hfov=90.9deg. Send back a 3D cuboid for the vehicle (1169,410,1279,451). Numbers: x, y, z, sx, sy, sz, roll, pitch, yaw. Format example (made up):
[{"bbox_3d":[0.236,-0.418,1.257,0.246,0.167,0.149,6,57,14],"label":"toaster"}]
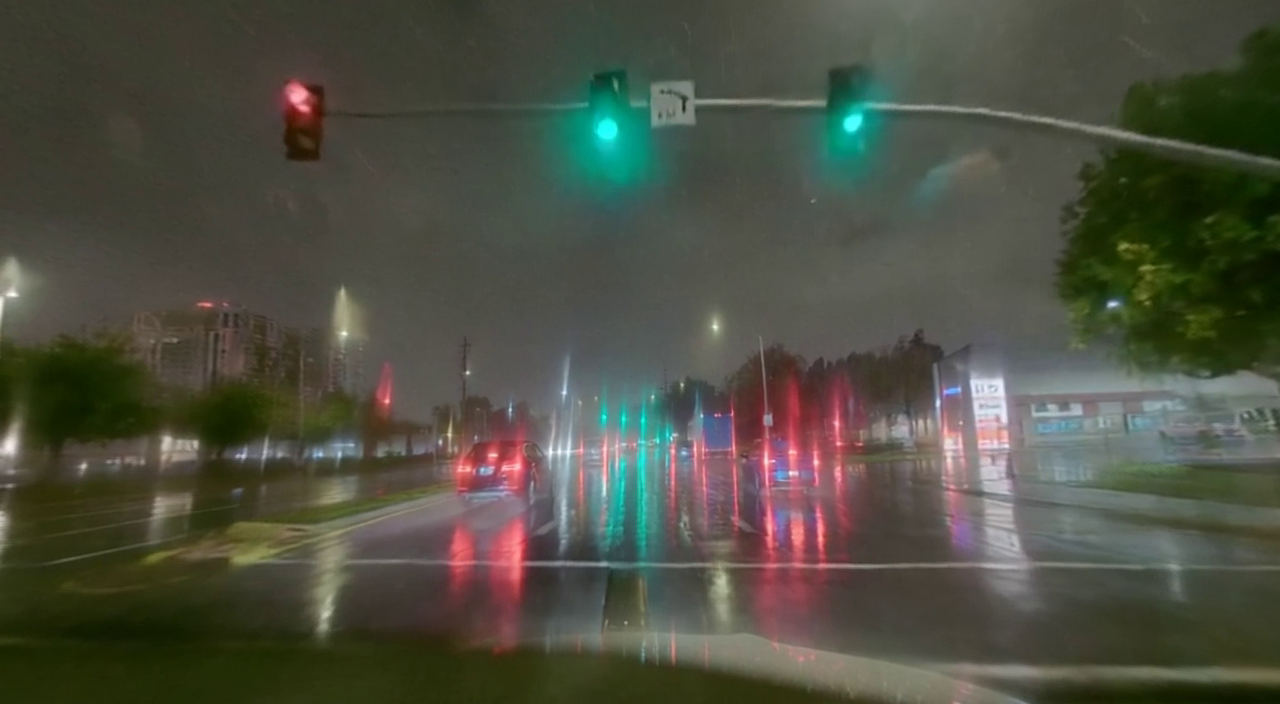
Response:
[{"bbox_3d":[40.247,5.485,43.385,2.787,2.561,5.416,-1,-9,1],"label":"vehicle"}]

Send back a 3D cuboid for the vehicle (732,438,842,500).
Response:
[{"bbox_3d":[3.805,3.099,17.123,1.972,1.452,4.189,0,-8,0],"label":"vehicle"}]

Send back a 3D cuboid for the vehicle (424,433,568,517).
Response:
[{"bbox_3d":[-2.908,2.594,13.840,2.003,1.509,4.396,-1,-8,2],"label":"vehicle"}]

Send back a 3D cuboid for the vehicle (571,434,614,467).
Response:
[{"bbox_3d":[-2.714,5.761,36.998,2.137,1.796,4.304,0,-8,1],"label":"vehicle"}]

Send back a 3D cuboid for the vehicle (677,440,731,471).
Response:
[{"bbox_3d":[3.186,5.299,32.397,2.020,1.461,4.326,0,-8,-4],"label":"vehicle"}]
